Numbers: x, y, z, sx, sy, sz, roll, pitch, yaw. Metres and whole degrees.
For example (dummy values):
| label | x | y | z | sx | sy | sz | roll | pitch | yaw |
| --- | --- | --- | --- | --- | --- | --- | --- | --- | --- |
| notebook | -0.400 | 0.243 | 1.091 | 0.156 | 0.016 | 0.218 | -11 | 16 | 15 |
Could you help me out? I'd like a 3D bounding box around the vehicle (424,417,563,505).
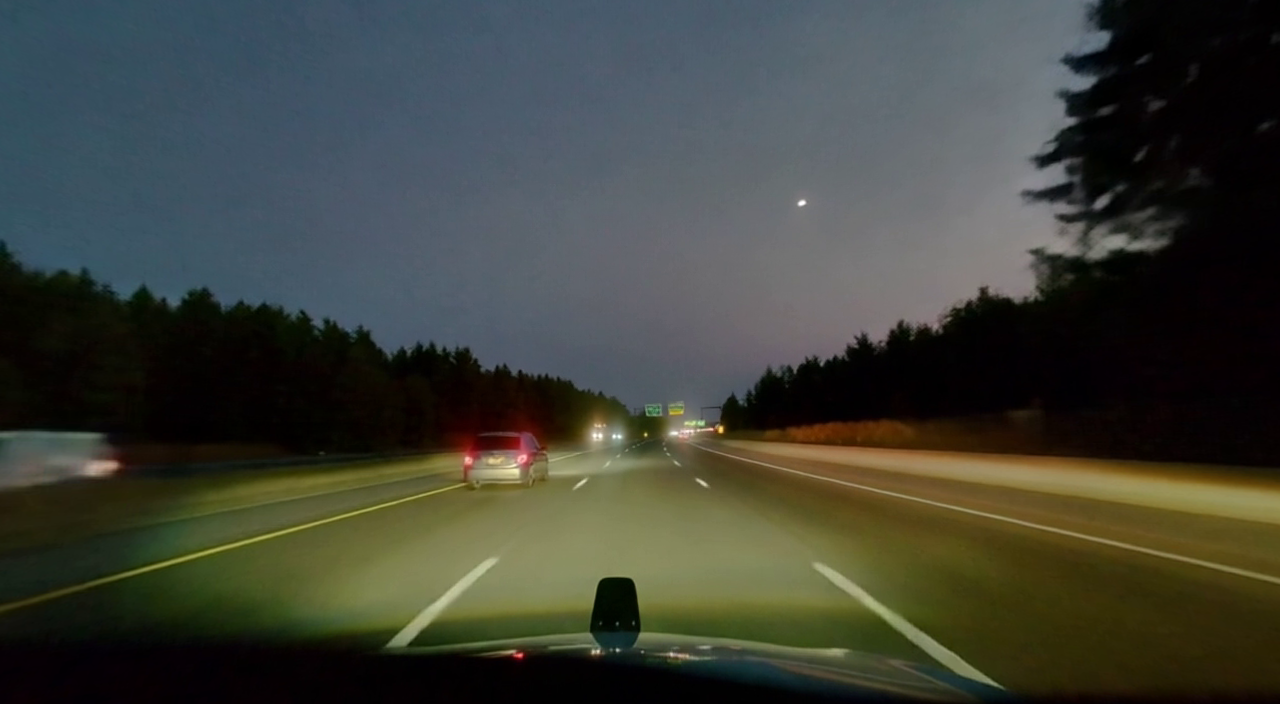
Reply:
| label | x | y | z | sx | sy | sz | roll | pitch | yaw |
| --- | --- | --- | --- | --- | --- | --- | --- | --- | --- |
| vehicle | -3.046 | 2.364 | 14.130 | 2.084 | 1.654 | 4.080 | 0 | -8 | 1 |
